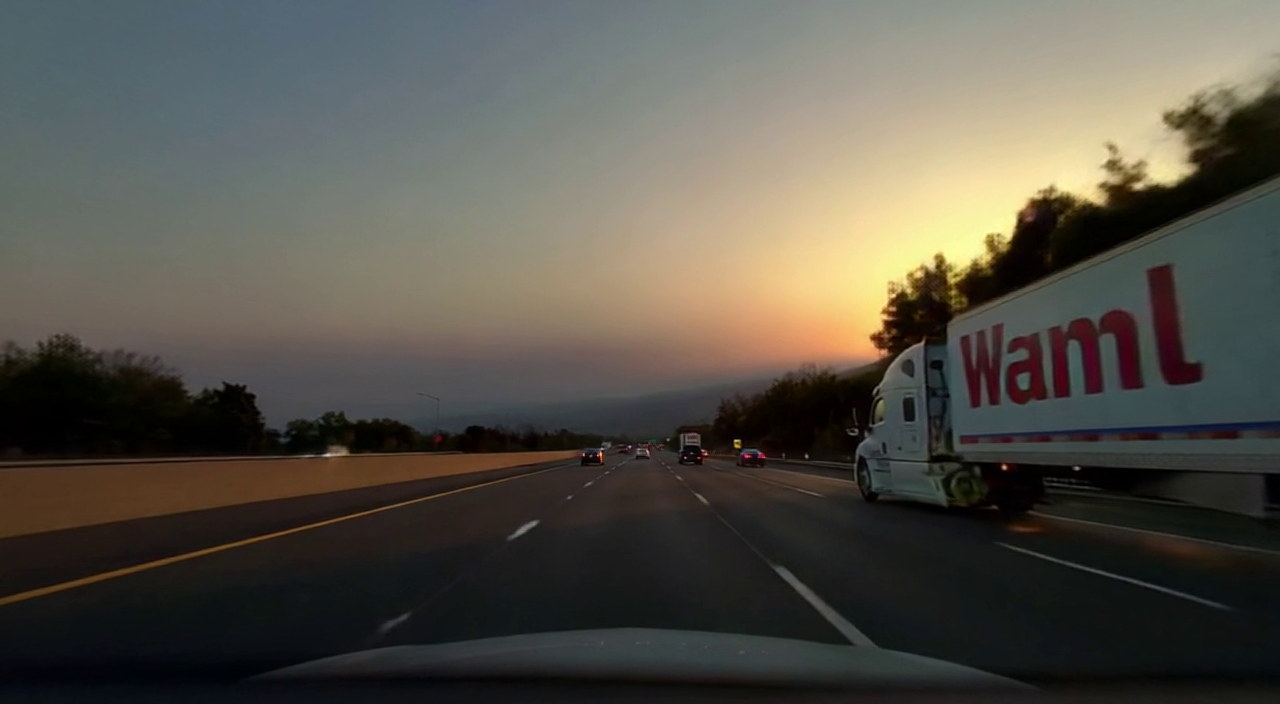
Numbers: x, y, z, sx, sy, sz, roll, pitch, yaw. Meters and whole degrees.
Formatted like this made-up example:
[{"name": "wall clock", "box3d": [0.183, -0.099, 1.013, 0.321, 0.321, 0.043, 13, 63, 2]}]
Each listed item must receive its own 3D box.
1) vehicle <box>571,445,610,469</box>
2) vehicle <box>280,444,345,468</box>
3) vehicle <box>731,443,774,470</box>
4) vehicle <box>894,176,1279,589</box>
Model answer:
[{"name": "vehicle", "box3d": [-3.366, 7.239, 43.494, 2.164, 1.507, 4.748, 0, -9, 2]}, {"name": "vehicle", "box3d": [-24.885, 7.916, 48.059, 2.104, 1.686, 4.874, 0, -9, 3]}, {"name": "vehicle", "box3d": [7.521, 7.038, 42.573, 2.188, 1.727, 4.381, 0, -9, 1]}, {"name": "vehicle", "box3d": [7.951, 0.592, 8.202, 2.912, 4.143, 15.538, 0, -9, 0]}]
